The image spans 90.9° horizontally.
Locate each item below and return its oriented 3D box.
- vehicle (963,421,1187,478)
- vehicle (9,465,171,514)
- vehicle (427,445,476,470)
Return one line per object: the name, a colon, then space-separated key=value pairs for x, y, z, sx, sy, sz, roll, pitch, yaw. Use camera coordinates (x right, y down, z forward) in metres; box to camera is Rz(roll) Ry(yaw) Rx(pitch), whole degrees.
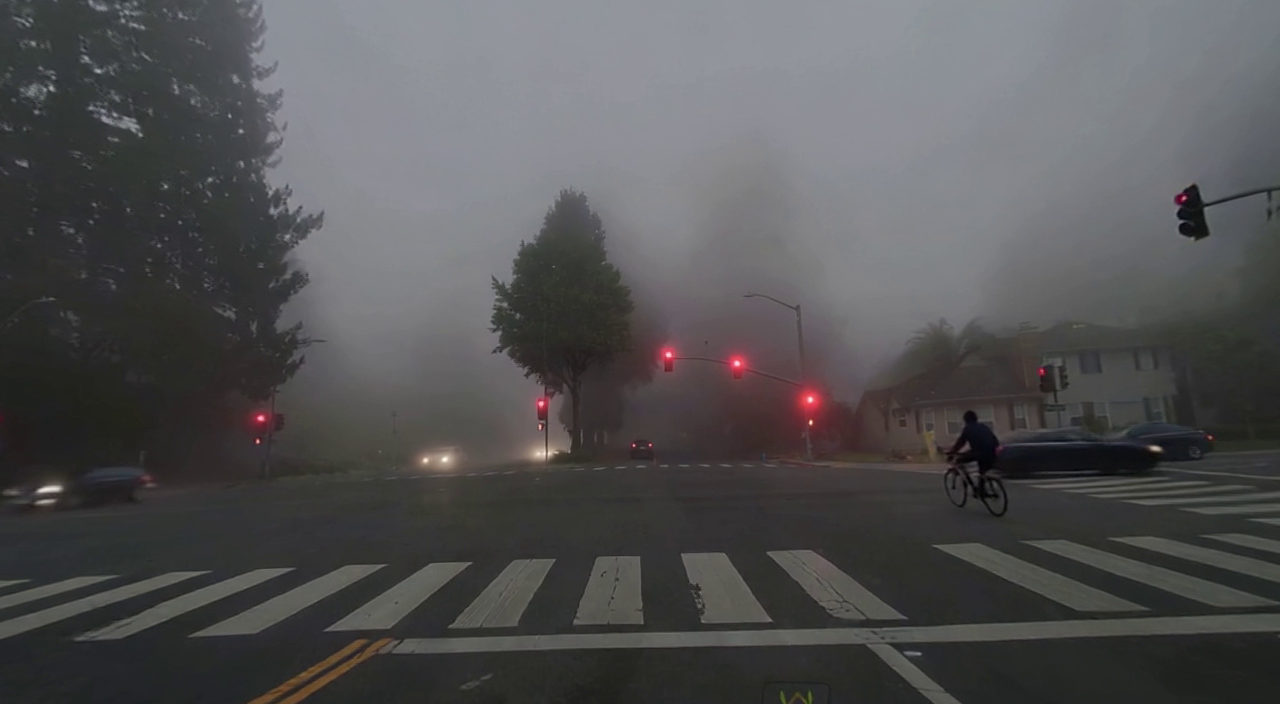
vehicle: x=12.155 y=2.787 z=17.946 sx=4.749 sy=1.496 sz=2.017 roll=-1 pitch=-9 yaw=6
vehicle: x=-19.119 y=4.772 z=22.246 sx=1.810 sy=1.393 sz=4.423 roll=0 pitch=-9 yaw=-2
vehicle: x=-13.859 y=7.749 z=46.558 sx=2.148 sy=1.753 sz=4.558 roll=0 pitch=-9 yaw=1
